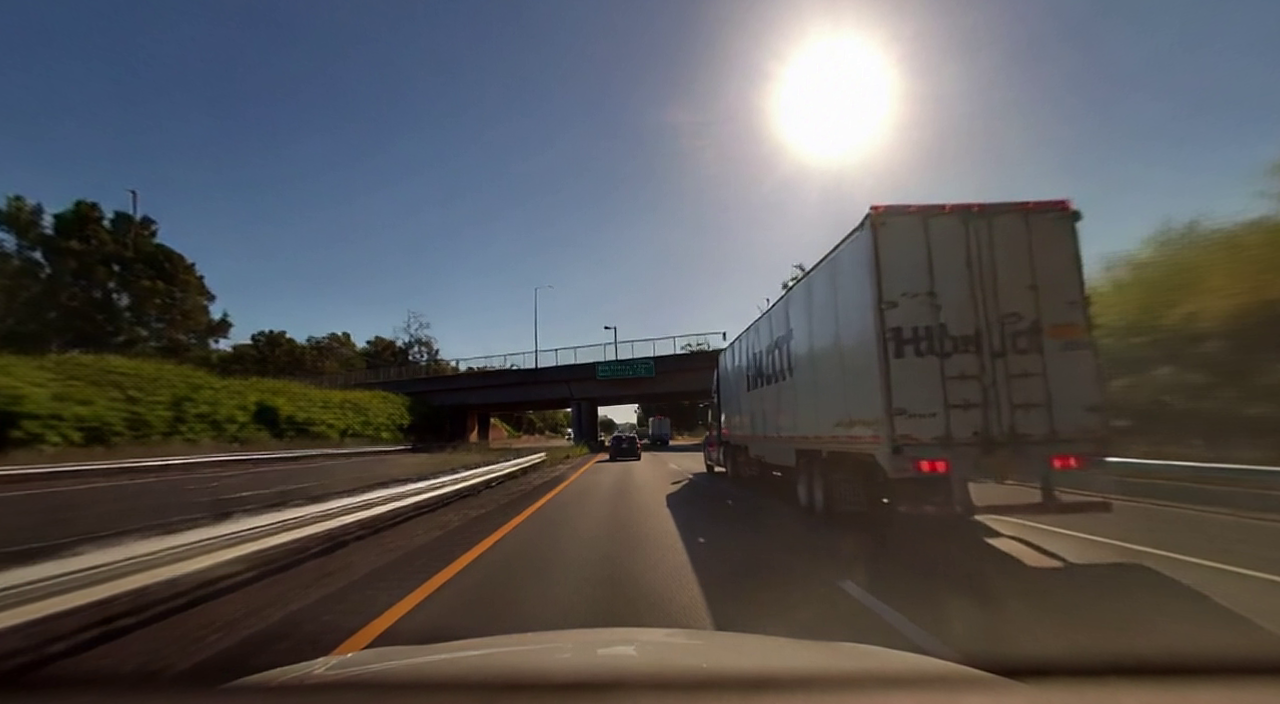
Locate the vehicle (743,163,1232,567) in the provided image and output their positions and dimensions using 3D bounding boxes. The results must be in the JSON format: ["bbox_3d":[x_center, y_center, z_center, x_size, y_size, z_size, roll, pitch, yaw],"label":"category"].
[{"bbox_3d":[4.167,0.694,11.148,2.853,4.038,9.832,0,-8,-1],"label":"vehicle"}]

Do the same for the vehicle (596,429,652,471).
[{"bbox_3d":[-0.631,3.931,25.638,2.095,1.557,3.963,0,-8,-1],"label":"vehicle"}]
